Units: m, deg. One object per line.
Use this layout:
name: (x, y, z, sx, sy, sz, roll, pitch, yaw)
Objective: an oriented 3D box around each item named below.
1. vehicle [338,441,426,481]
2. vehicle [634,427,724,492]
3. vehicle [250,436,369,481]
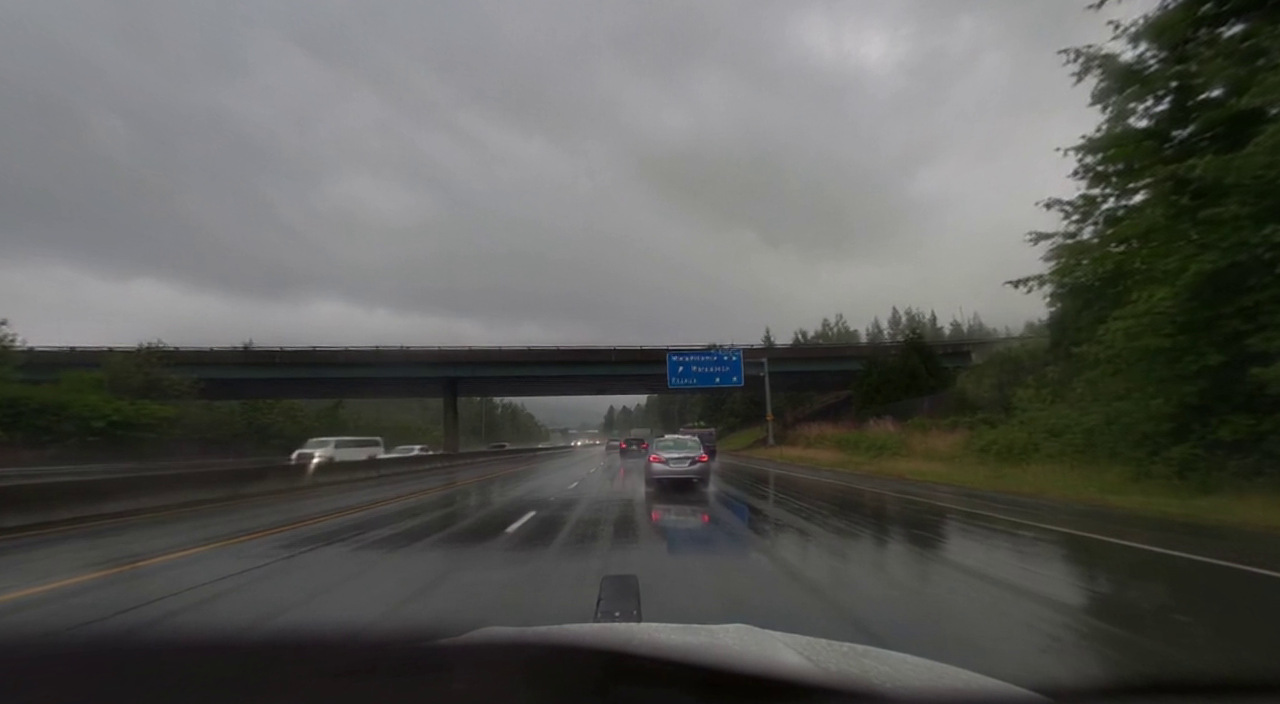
vehicle: (-11.363, 4.781, 28.105, 2.044, 1.502, 4.700, -3, -8, -1)
vehicle: (0.991, 3.058, 18.264, 2.092, 1.636, 4.024, 0, -8, -4)
vehicle: (-15.208, 4.905, 29.472, 2.454, 1.868, 5.753, -1, -8, 0)
